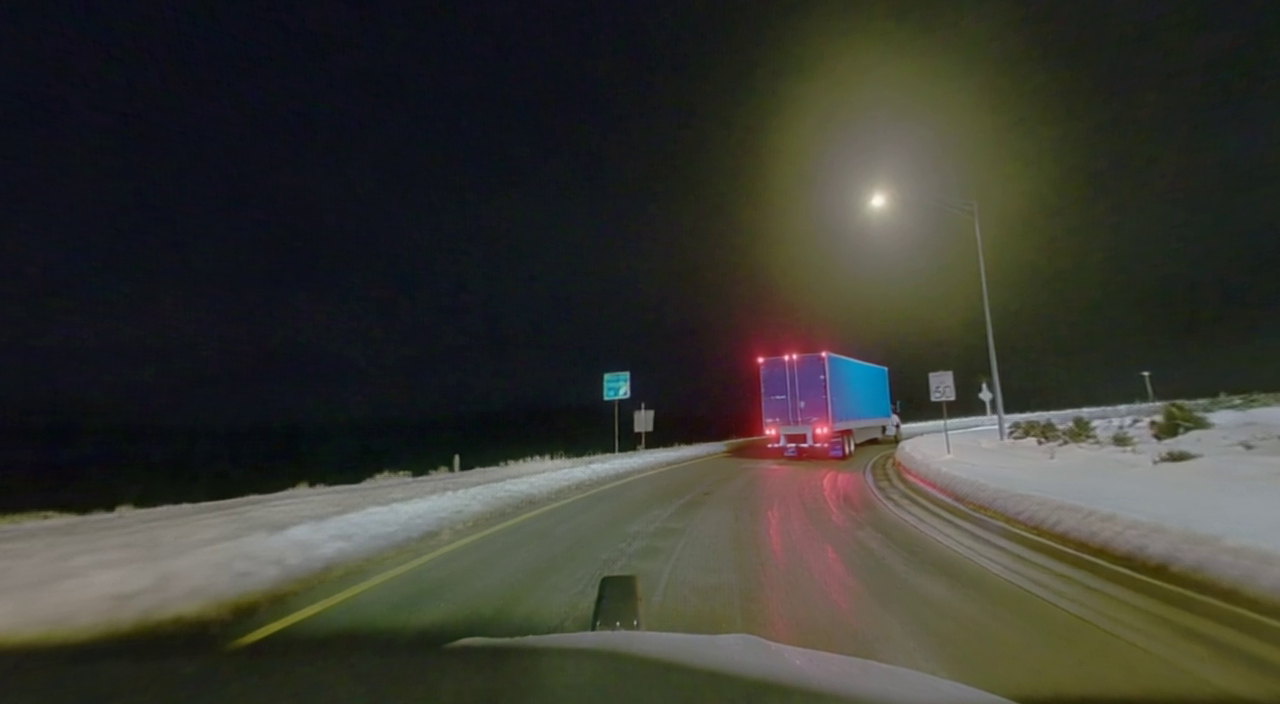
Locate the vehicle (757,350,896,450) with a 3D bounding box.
[{"bbox_3d":[8.839,2.479,28.554,2.837,3.712,10.484,-6,-10,34],"label":"vehicle"}]
